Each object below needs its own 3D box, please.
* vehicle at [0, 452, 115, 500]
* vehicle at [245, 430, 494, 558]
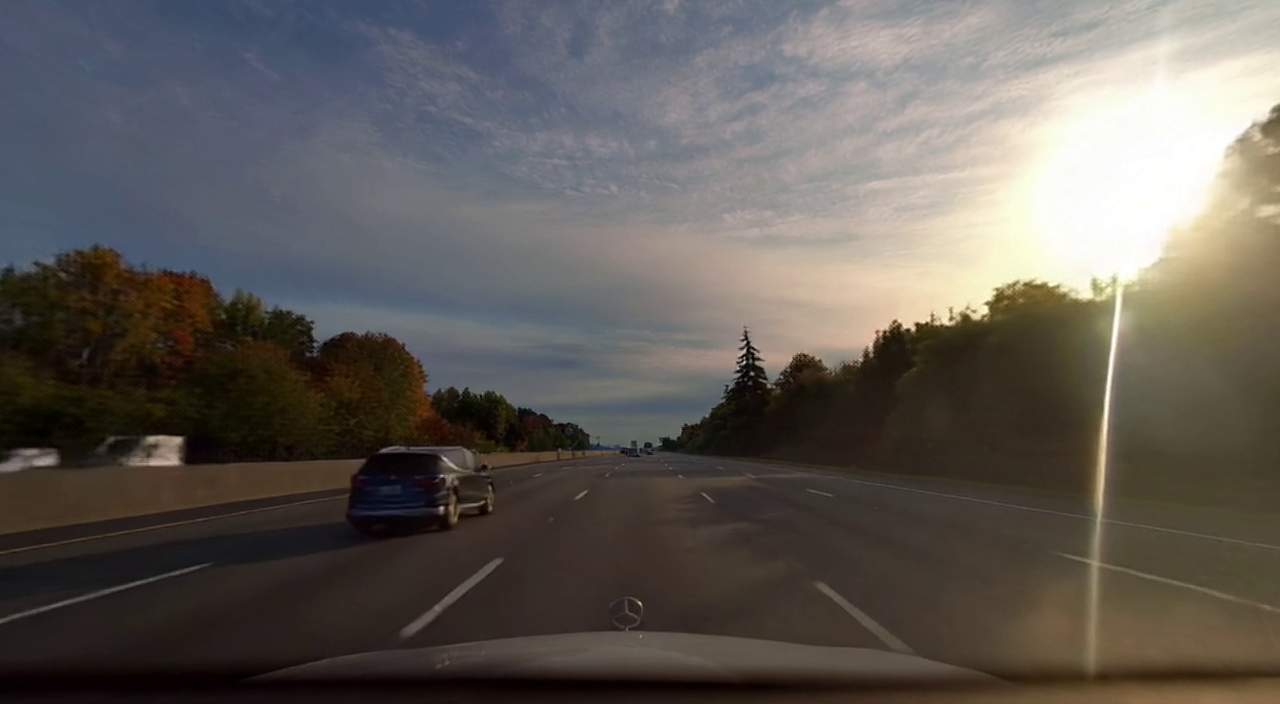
[{"bbox_3d":[-24.381,4.845,25.028,2.257,1.687,5.555,0,-9,1],"label":"vehicle"},{"bbox_3d":[-3.753,2.041,9.744,1.979,1.521,4.147,0,-9,0],"label":"vehicle"}]
